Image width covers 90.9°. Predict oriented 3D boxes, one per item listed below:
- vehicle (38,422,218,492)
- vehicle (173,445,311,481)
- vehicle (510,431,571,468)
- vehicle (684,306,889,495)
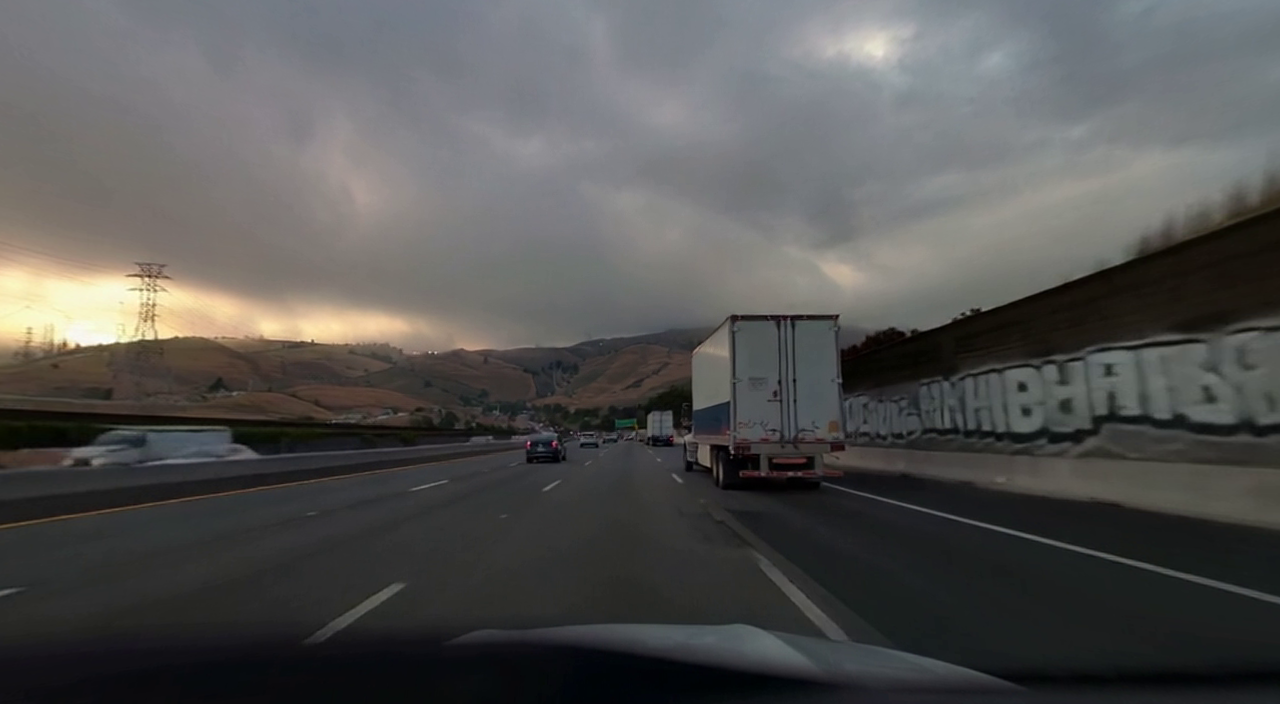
[{"bbox_3d":[-19.691,4.041,24.755,2.276,2.402,5.767,0,-8,-1],"label":"vehicle"},{"bbox_3d":[-19.859,5.550,32.057,2.452,1.504,7.142,0,-8,-1],"label":"vehicle"},{"bbox_3d":[-4.290,4.267,27.882,1.965,1.486,4.448,0,-8,0],"label":"vehicle"},{"bbox_3d":[3.347,1.690,18.372,3.060,3.842,11.095,0,-8,-1],"label":"vehicle"}]
